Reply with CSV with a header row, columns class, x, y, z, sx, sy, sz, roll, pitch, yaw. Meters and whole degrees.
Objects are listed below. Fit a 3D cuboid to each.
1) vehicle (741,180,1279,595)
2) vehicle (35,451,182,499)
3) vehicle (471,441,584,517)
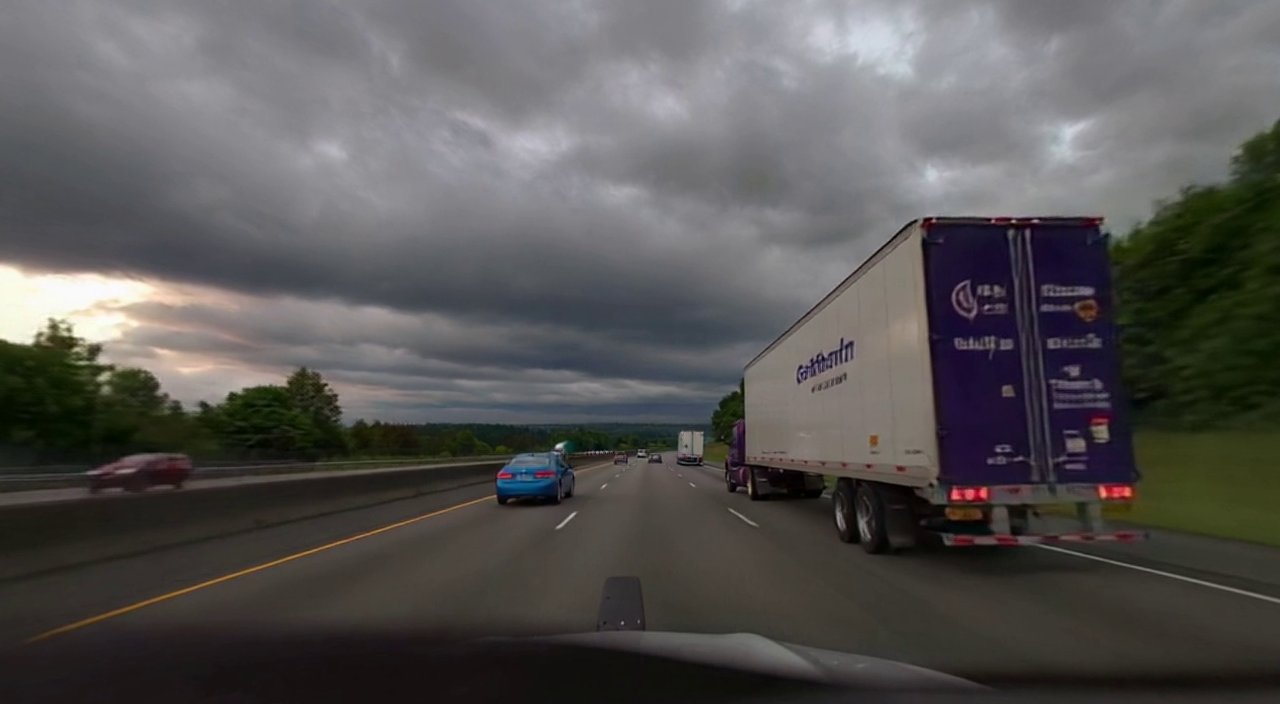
class,x,y,z,sx,sy,sz,roll,pitch,yaw
vehicle,4.652,1.296,12.783,2.858,3.952,13.731,0,-9,0
vehicle,-18.352,4.228,22.007,1.896,1.522,3.621,0,-9,0
vehicle,-2.579,3.049,15.639,1.960,1.579,4.384,0,-9,1
